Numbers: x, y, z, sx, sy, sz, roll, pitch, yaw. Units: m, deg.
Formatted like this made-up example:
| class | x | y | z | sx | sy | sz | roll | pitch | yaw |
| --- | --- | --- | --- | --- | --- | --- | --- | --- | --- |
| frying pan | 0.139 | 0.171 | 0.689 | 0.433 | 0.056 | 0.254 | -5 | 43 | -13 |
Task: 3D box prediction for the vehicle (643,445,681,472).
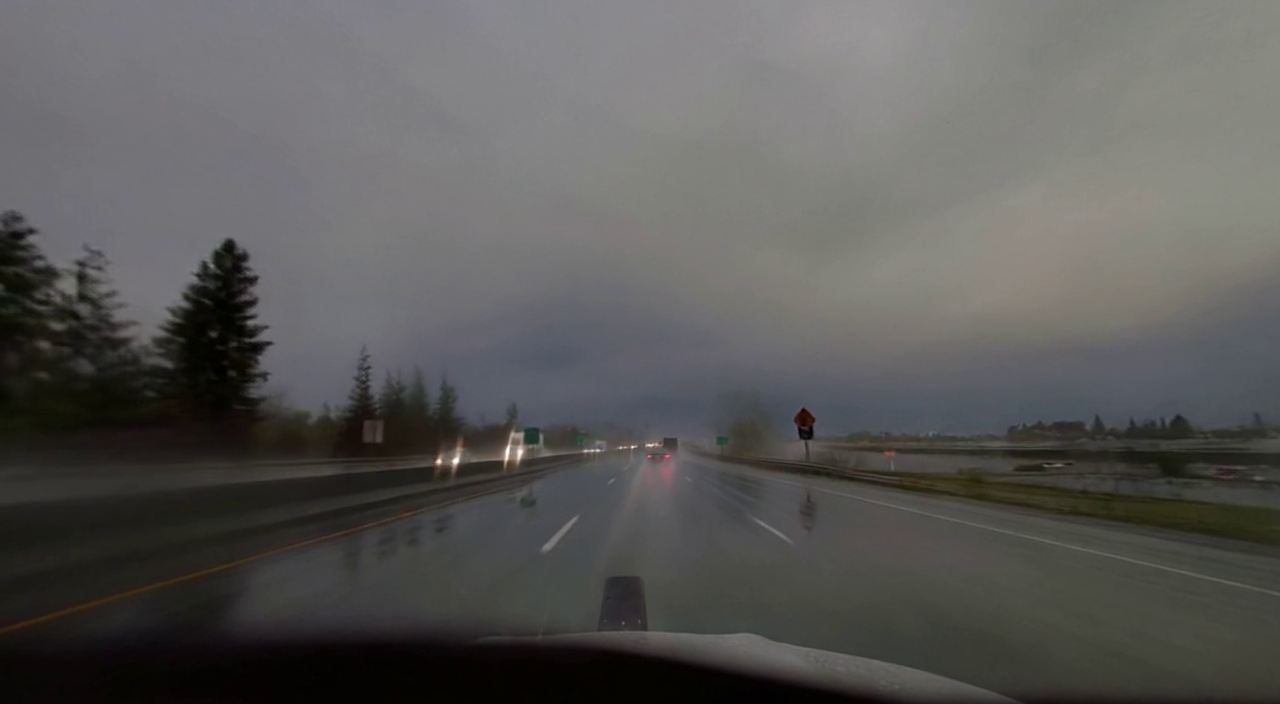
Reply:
| class | x | y | z | sx | sy | sz | roll | pitch | yaw |
| --- | --- | --- | --- | --- | --- | --- | --- | --- | --- |
| vehicle | 1.336 | 6.742 | 40.075 | 2.231 | 1.652 | 4.503 | 0 | -9 | -1 |
